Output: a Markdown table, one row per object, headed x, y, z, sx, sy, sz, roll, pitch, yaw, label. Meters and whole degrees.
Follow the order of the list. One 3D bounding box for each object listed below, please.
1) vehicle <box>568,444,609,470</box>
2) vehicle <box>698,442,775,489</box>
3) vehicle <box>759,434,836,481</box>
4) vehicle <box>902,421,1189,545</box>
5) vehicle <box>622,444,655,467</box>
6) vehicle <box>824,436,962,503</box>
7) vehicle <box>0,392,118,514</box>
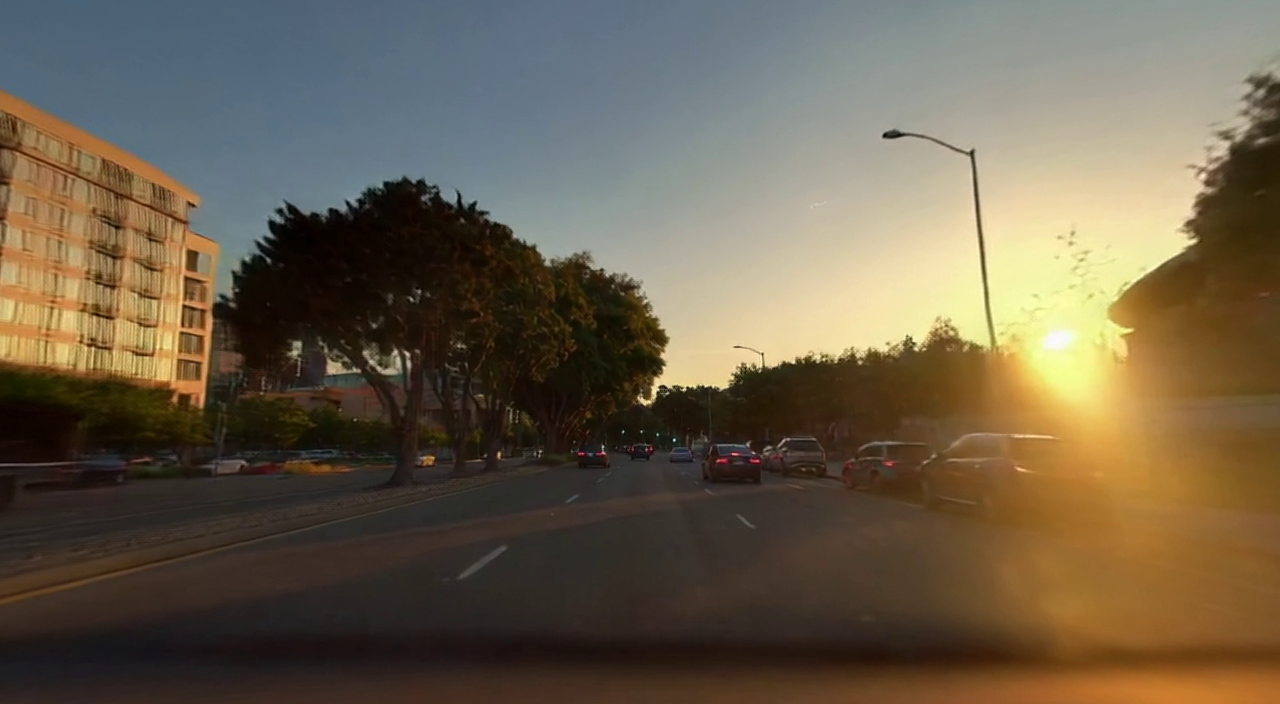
| x | y | z | sx | sy | sz | roll | pitch | yaw | label |
| --- | --- | --- | --- | --- | --- | --- | --- | --- | --- |
| -3.049 | 6.370 | 38.364 | 2.082 | 1.467 | 4.379 | 0 | -9 | 1 | vehicle |
| 3.285 | 3.953 | 22.382 | 1.990 | 1.486 | 4.431 | 0 | -9 | 0 | vehicle |
| 6.916 | 4.672 | 28.215 | 2.215 | 1.909 | 4.875 | 0 | -9 | 1 | vehicle |
| 6.835 | 2.250 | 11.513 | 2.023 | 1.758 | 4.795 | 0 | -9 | 0 | vehicle |
| -0.047 | 7.021 | 42.763 | 2.101 | 1.480 | 3.929 | 0 | -9 | 1 | vehicle |
| 6.914 | 3.243 | 17.807 | 2.072 | 1.631 | 4.246 | 0 | -9 | -1 | vehicle |
| -19.185 | 2.696 | 16.742 | 2.780 | 3.339 | 8.934 | 0 | -9 | 1 | vehicle |
